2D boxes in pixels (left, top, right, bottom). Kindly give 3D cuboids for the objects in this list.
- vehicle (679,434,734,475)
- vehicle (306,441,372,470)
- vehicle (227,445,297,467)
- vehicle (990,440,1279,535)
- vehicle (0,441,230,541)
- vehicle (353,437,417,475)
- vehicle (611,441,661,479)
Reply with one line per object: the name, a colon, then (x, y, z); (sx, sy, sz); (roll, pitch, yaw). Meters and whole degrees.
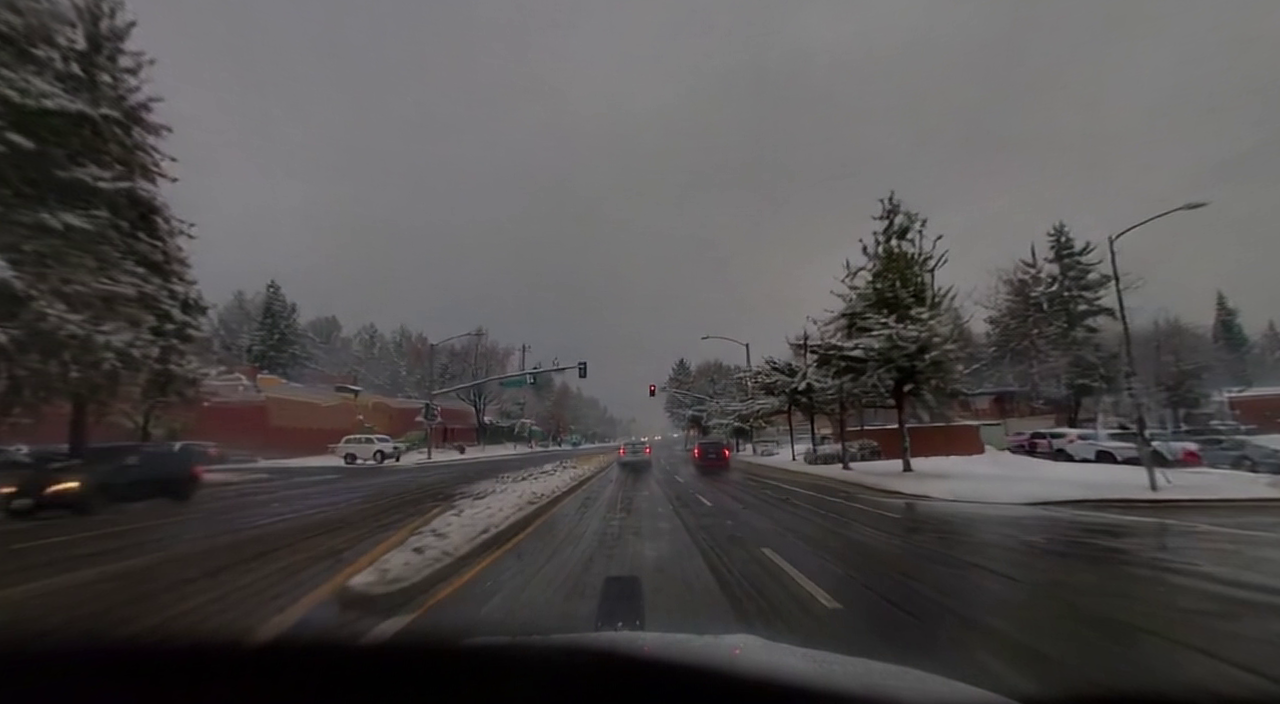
vehicle: (3.034, 4.810, 29.779); (2.046, 1.768, 4.370); (0, -8, -1)
vehicle: (-19.653, 6.690, 41.151); (4.949, 1.780, 2.079); (-8, -11, 42)
vehicle: (-28.479, 7.826, 47.617); (4.328, 1.611, 1.922); (-2, -9, 13)
vehicle: (9.193, 2.331, 11.252); (4.662, 1.495, 1.998); (-1, -8, 4)
vehicle: (-9.976, 2.351, 11.456); (2.033, 1.439, 4.567); (0, -8, 0)
vehicle: (-13.419, 5.399, 33.036); (2.000, 1.798, 5.055); (6, -10, -33)
vehicle: (-0.160, 4.440, 26.240); (1.917, 1.418, 3.987); (0, -8, 0)
